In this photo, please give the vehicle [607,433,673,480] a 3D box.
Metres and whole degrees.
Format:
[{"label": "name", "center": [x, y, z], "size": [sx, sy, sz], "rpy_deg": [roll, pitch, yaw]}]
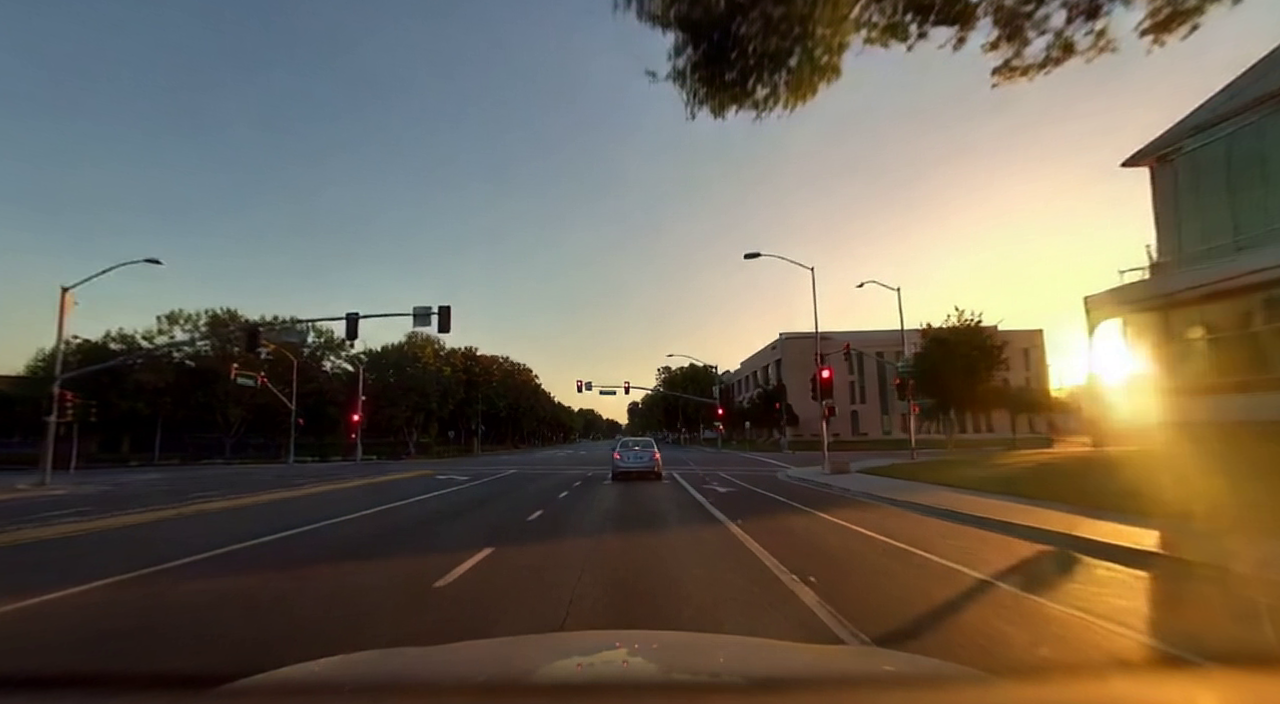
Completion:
[{"label": "vehicle", "center": [-0.050, 3.644, 22.246], "size": [2.107, 1.470, 3.974], "rpy_deg": [0, -9, -1]}]
